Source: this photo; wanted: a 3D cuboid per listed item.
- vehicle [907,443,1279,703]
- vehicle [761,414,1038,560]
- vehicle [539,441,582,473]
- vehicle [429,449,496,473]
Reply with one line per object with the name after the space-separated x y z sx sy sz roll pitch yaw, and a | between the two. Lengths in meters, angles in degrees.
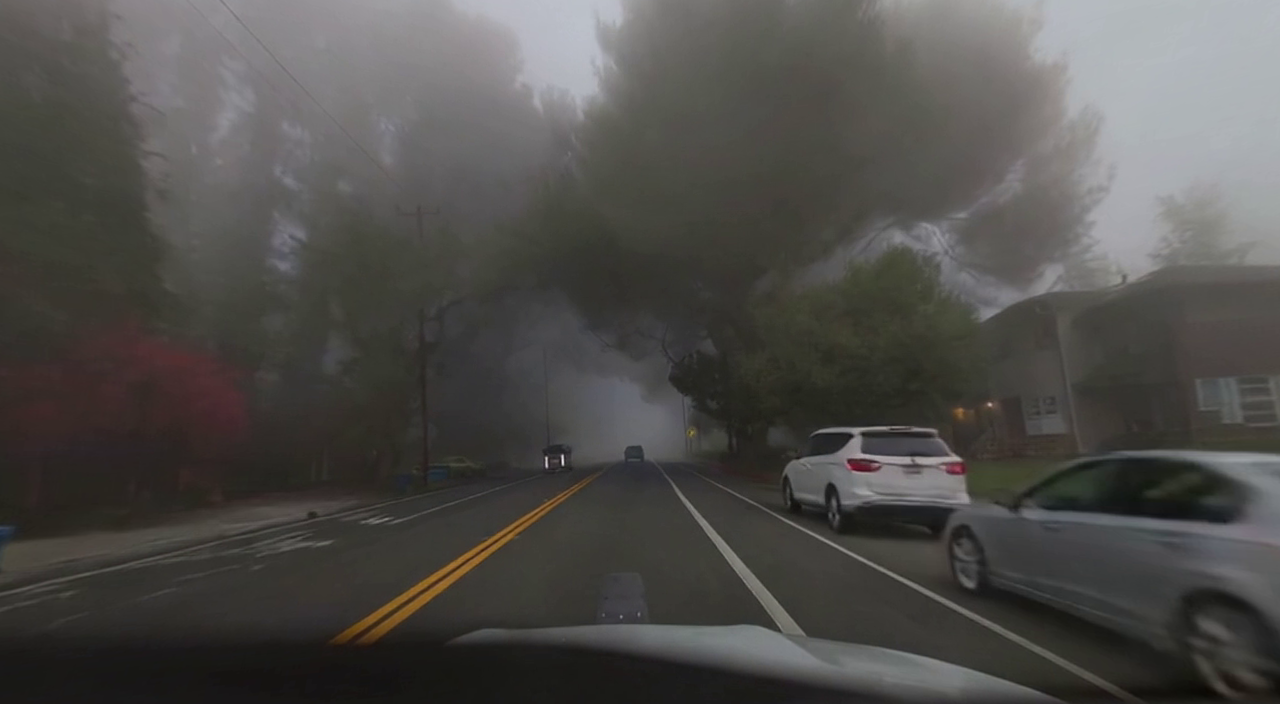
3.926 1.386 4.616 1.874 1.415 4.683 0 -9 0 | vehicle
3.714 2.043 10.399 2.310 1.784 4.993 0 -9 -2 | vehicle
-4.986 6.660 40.348 2.059 1.840 5.317 0 -9 0 | vehicle
-13.920 8.549 49.731 4.607 1.772 2.261 0 -9 -1 | vehicle
